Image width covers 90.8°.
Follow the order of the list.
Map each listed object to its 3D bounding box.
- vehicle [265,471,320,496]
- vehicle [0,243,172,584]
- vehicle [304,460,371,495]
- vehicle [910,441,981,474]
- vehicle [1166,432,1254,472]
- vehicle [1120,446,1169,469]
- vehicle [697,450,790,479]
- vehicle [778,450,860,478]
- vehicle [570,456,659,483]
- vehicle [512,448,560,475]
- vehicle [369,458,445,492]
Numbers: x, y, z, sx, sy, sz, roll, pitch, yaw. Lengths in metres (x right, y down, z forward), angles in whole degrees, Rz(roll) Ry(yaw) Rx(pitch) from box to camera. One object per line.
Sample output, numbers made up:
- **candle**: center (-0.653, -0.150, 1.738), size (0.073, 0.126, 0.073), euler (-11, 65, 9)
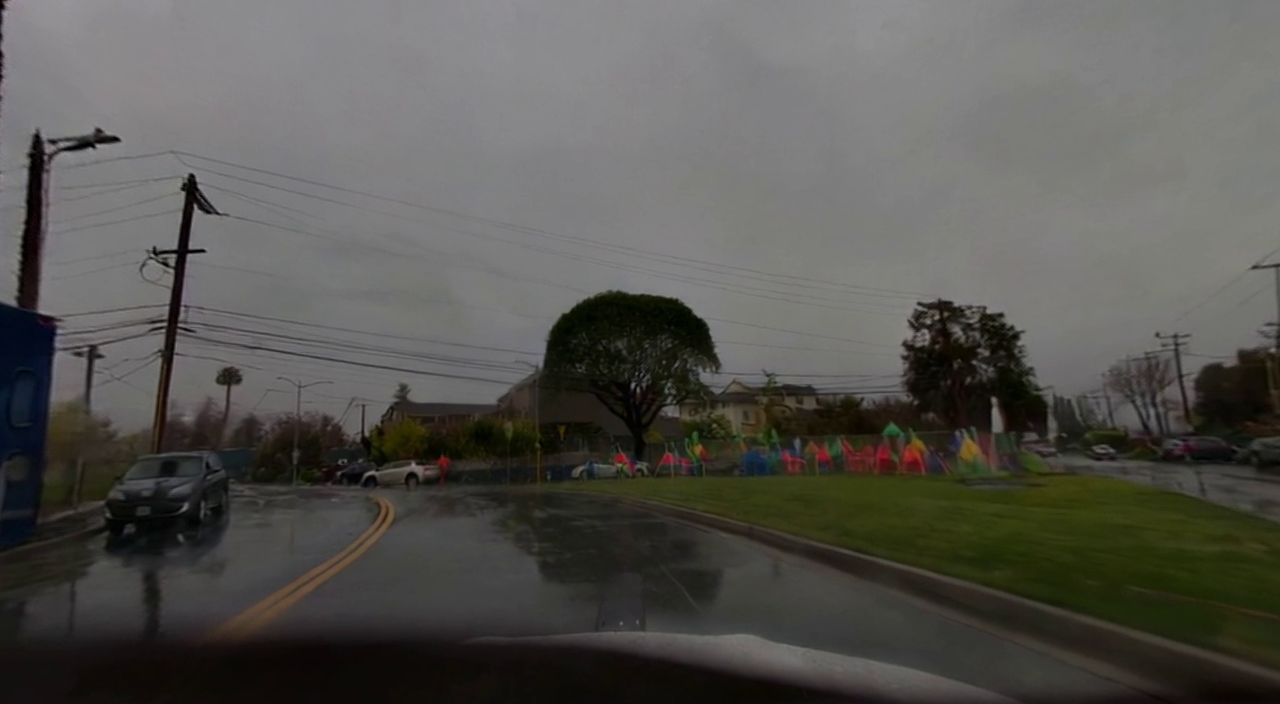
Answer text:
- **vehicle**: center (-25.908, 9.746, 47.058), size (4.075, 1.482, 1.789), euler (-5, -7, 32)
- **vehicle**: center (-8.202, 0.415, 4.128), size (3.216, 3.720, 11.364), euler (0, -6, -9)
- **vehicle**: center (-20.996, 8.631, 43.756), size (4.844, 1.974, 2.092), euler (-5, -7, 36)
- **vehicle**: center (20.893, 7.144, 43.148), size (4.994, 1.898, 2.267), euler (3, -7, -38)
- **vehicle**: center (33.240, 5.783, 37.031), size (2.094, 1.992, 4.941), euler (-4, -6, 22)
- **vehicle**: center (38.308, 7.994, 48.063), size (1.912, 1.455, 4.268), euler (-4, -6, 25)
- **vehicle**: center (5.980, 6.476, 36.601), size (4.952, 1.472, 1.837), euler (1, -6, -10)
- **vehicle**: center (10.751, 6.688, 37.943), size (4.461, 1.417, 1.781), euler (1, -6, -18)
- **vehicle**: center (-1.430, 6.750, 36.425), size (4.966, 1.377, 1.739), euler (-1, -6, 4)
- **vehicle**: center (-7.920, 8.368, 48.535), size (2.164, 1.764, 4.492), euler (-2, -6, 11)
- **vehicle**: center (-14.643, 7.688, 39.695), size (4.586, 1.784, 1.890), euler (-4, -6, 27)
